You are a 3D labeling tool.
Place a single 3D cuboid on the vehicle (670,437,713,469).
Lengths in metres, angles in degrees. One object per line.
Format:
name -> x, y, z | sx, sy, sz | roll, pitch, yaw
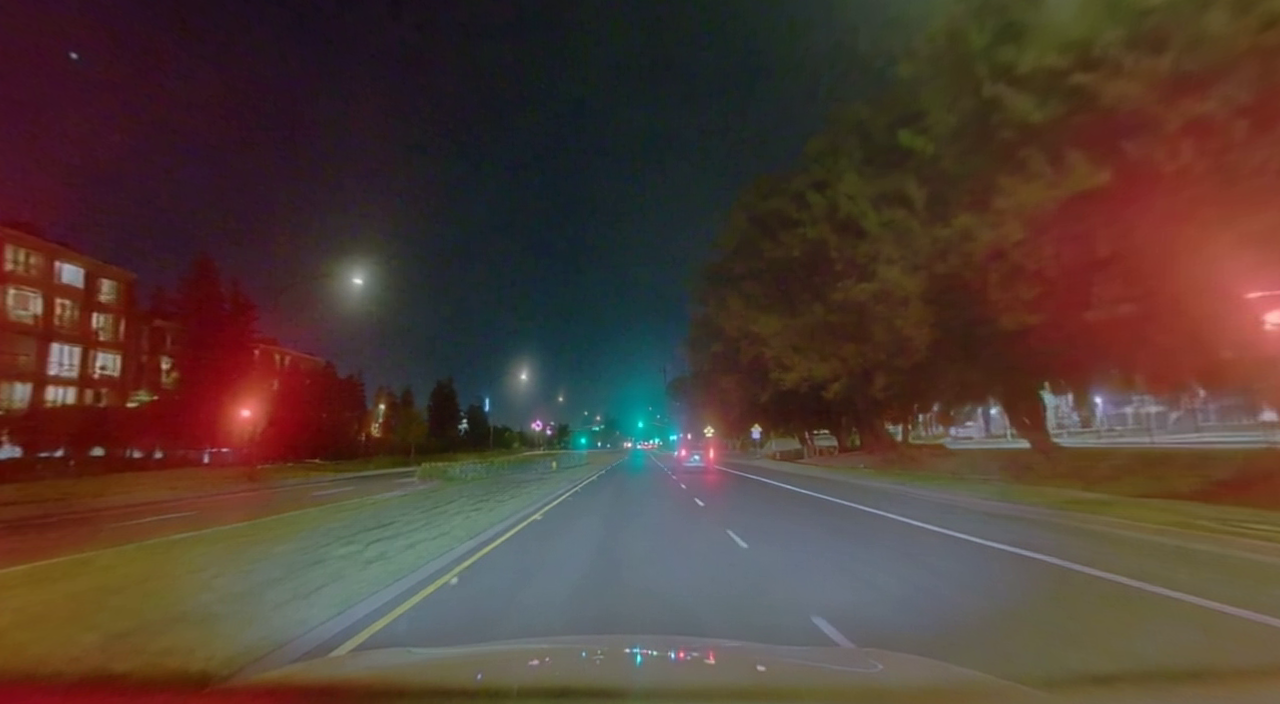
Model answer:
vehicle -> 3.068, 6.174, 38.809 | 2.085, 1.828, 5.383 | 0, -8, -1
